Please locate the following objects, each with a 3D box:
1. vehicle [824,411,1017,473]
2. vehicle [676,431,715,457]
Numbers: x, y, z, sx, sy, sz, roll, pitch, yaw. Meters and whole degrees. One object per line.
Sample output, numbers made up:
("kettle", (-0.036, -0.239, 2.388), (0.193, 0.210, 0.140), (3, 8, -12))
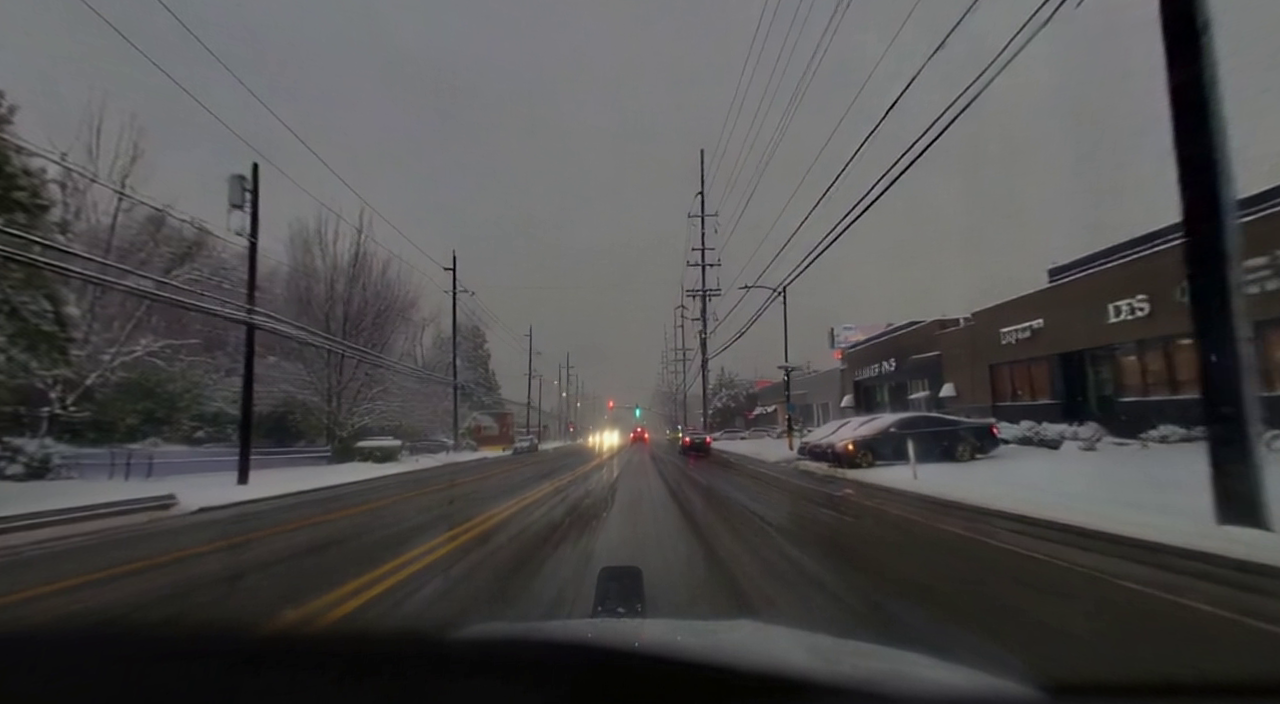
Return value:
("vehicle", (9.981, 3.234, 22.925), (5.771, 2.013, 2.414), (-1, -8, 0))
("vehicle", (3.382, 5.674, 39.091), (1.926, 1.482, 4.442), (0, -8, -1))
